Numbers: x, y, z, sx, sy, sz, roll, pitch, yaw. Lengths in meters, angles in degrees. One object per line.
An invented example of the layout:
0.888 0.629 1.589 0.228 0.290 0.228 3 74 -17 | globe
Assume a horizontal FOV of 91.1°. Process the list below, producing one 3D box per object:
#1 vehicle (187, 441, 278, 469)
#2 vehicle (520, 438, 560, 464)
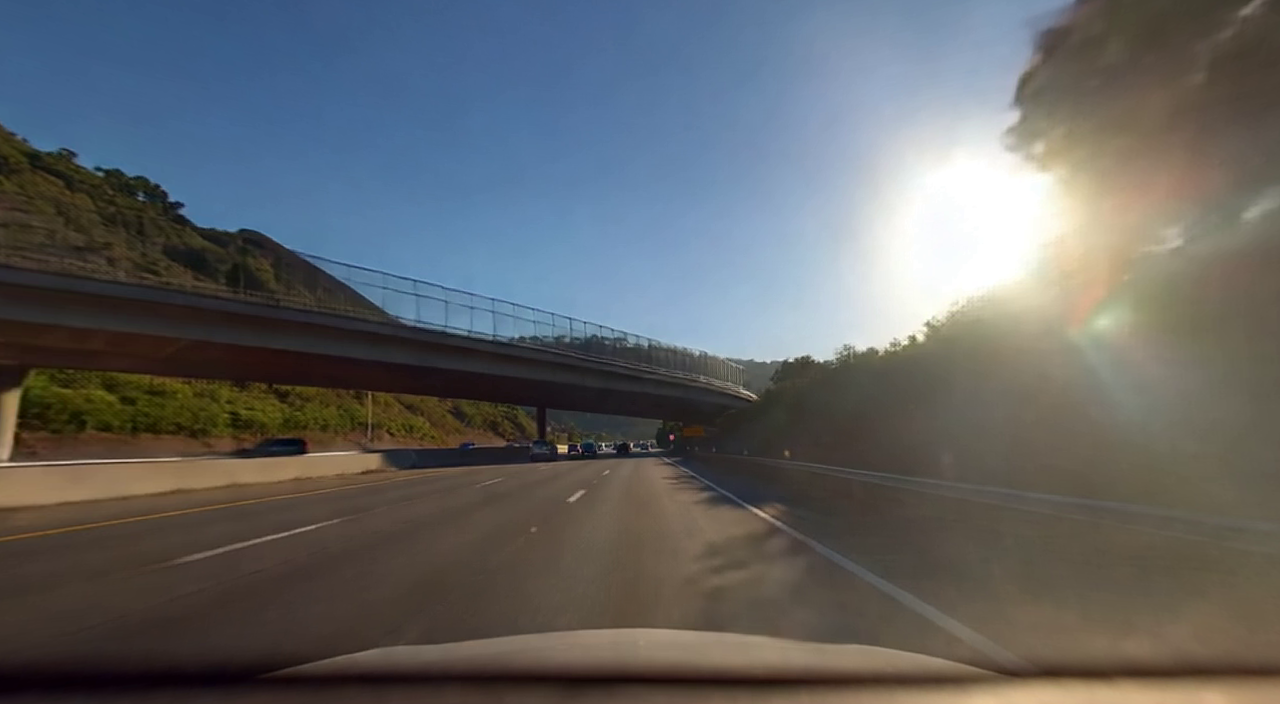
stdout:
-22.404 5.682 34.766 2.075 1.443 4.314 0 -8 1 | vehicle
-6.680 6.665 42.325 1.972 1.660 4.254 0 -8 1 | vehicle
